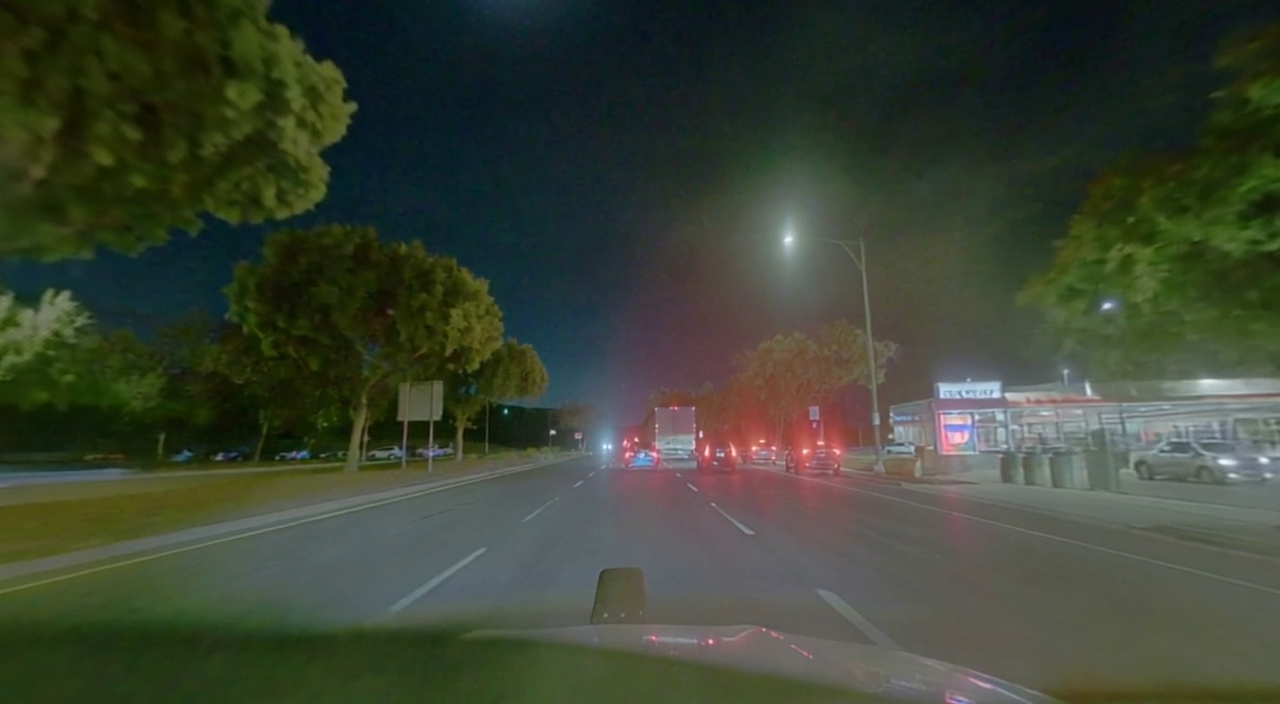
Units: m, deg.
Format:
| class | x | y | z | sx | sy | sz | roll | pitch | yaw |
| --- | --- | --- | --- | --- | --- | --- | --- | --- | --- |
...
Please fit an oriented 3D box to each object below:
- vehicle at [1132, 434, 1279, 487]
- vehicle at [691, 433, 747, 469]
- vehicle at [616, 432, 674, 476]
| class | x | y | z | sx | sy | sz | roll | pitch | yaw |
| --- | --- | --- | --- | --- | --- | --- | --- | --- | --- |
| vehicle | 19.589 | 3.644 | 21.423 | 2.068 | 1.627 | 4.269 | 0 | -8 | -1 |
| vehicle | 3.821 | 4.868 | 31.067 | 2.088 | 1.655 | 4.360 | 0 | -8 | -1 |
| vehicle | 0.140 | 4.111 | 25.516 | 2.193 | 1.651 | 3.946 | 0 | -8 | -1 |
